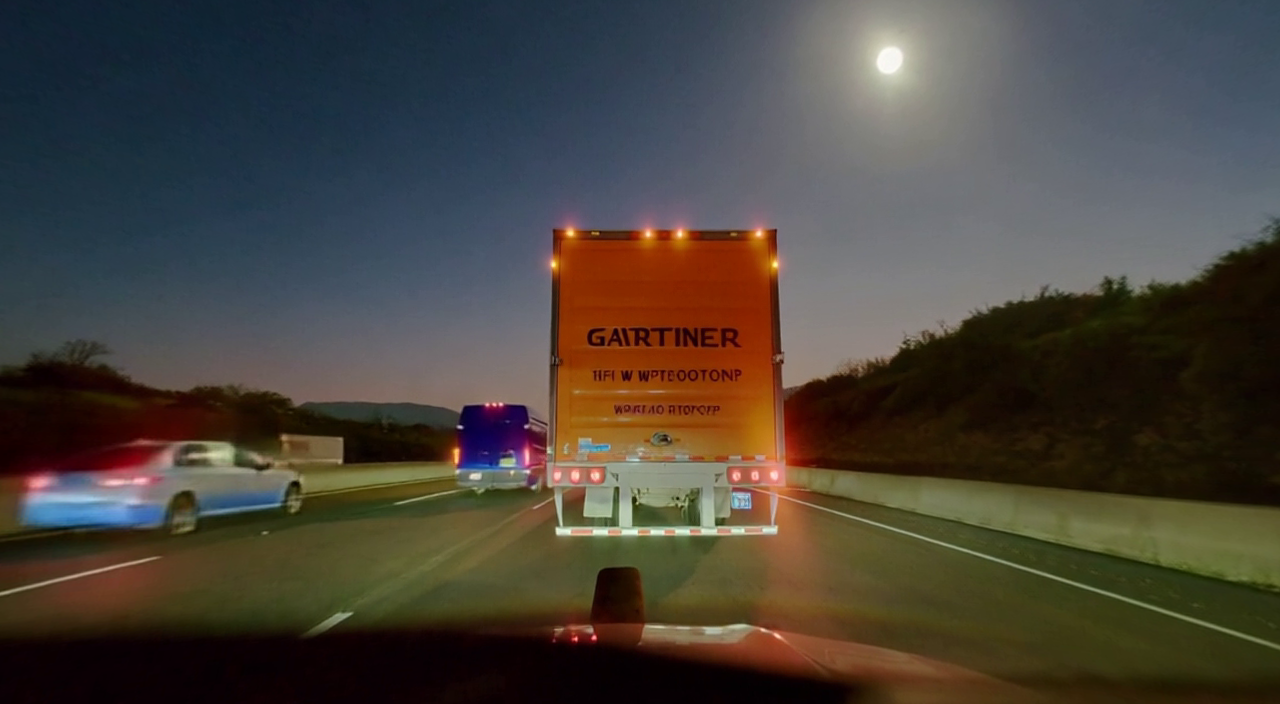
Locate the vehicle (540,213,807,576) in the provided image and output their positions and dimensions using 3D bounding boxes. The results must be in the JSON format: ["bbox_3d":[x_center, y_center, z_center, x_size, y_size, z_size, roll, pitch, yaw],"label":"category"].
[{"bbox_3d":[0.484,1.219,12.281,2.853,4.054,10.557,0,-9,1],"label":"vehicle"}]

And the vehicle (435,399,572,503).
[{"bbox_3d":[-4.411,3.622,23.177,2.790,2.893,10.715,0,-9,-1],"label":"vehicle"}]

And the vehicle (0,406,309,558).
[{"bbox_3d":[-8.492,2.195,11.349,2.174,2.059,5.314,0,-9,0],"label":"vehicle"}]
